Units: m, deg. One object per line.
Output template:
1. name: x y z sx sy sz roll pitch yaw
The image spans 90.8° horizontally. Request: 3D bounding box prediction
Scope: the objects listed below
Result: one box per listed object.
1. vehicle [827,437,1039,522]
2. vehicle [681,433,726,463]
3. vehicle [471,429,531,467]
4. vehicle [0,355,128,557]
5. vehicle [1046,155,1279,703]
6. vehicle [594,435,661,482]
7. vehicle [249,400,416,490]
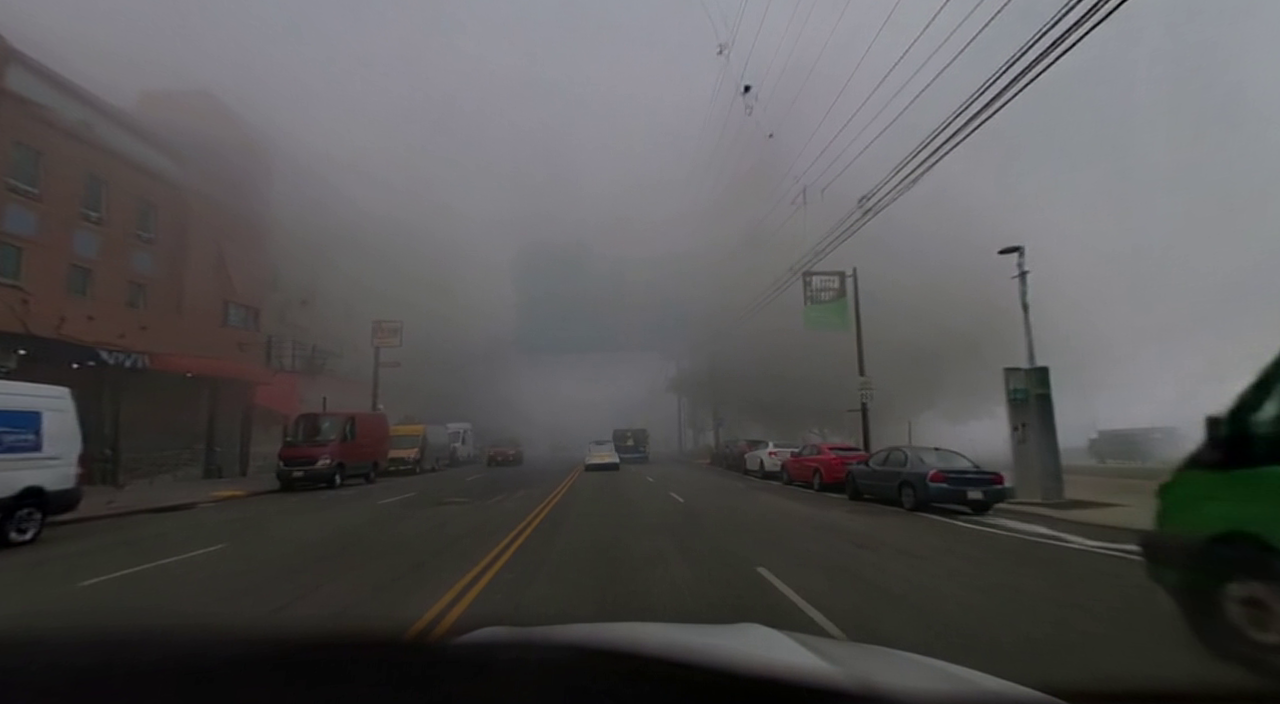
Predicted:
1. vehicle: 5.723 2.514 13.137 1.921 1.430 4.455 1 -8 -6
2. vehicle: 4.008 6.226 41.012 2.079 1.788 4.974 0 -8 -4
3. vehicle: -7.648 5.330 35.294 2.456 1.935 4.769 0 -8 -3
4. vehicle: -9.899 1.302 7.752 2.398 2.723 5.816 0 -8 -2
5. vehicle: 4.513 0.125 1.308 2.492 2.720 6.884 0 -8 -2
6. vehicle: -0.495 3.674 22.190 2.112 1.464 4.411 0 -8 -3
7. vehicle: -10.158 3.183 21.827 2.964 2.597 6.437 0 -8 -5
